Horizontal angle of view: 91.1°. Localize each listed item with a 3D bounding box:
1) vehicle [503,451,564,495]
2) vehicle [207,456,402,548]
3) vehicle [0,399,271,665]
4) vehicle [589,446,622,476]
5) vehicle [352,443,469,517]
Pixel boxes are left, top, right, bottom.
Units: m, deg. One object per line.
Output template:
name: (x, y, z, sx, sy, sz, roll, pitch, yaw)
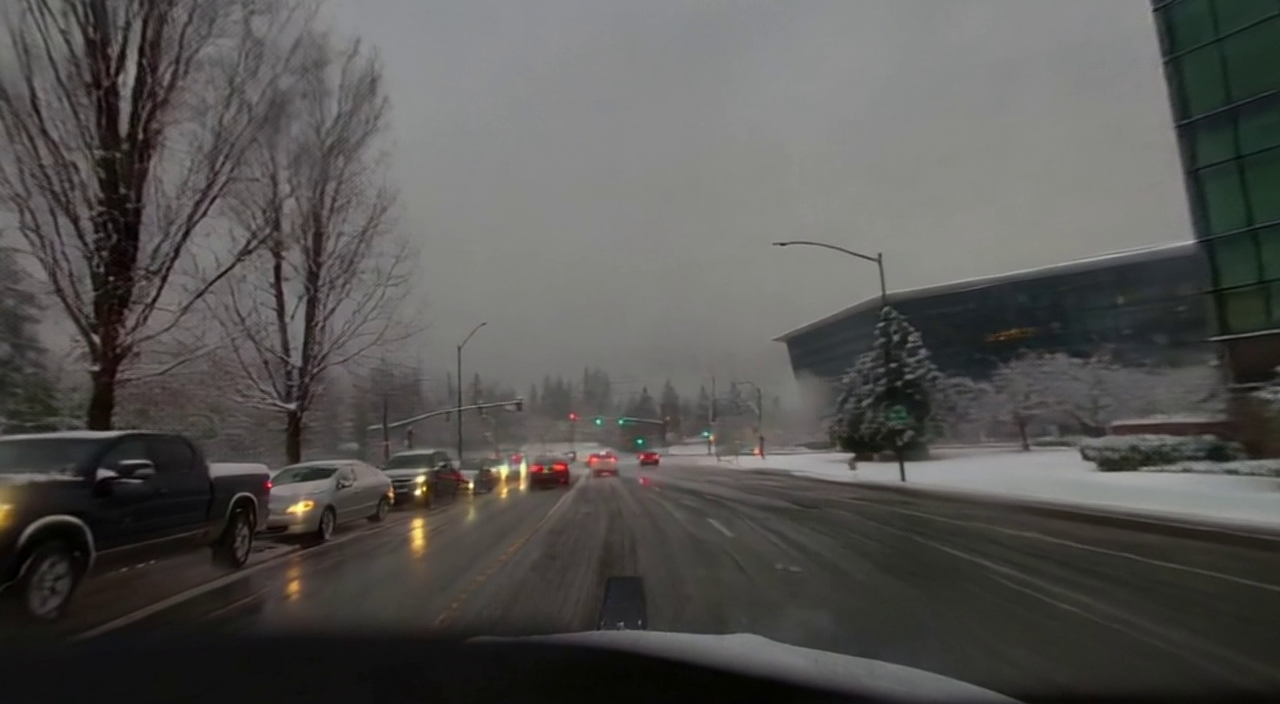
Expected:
vehicle: (-4.267, 4.849, 25.622, 2.205, 1.537, 4.895, 0, -8, -8)
vehicle: (-6.960, 3.105, 13.777, 1.868, 1.514, 4.870, 0, -8, -4)
vehicle: (-6.383, 1.739, 7.031, 2.142, 2.061, 4.750, 0, -9, -8)
vehicle: (-2.341, 7.350, 42.677, 2.102, 1.815, 4.716, 0, -8, -3)
vehicle: (-7.132, 3.957, 20.077, 2.142, 1.834, 4.588, -5, -8, -3)
